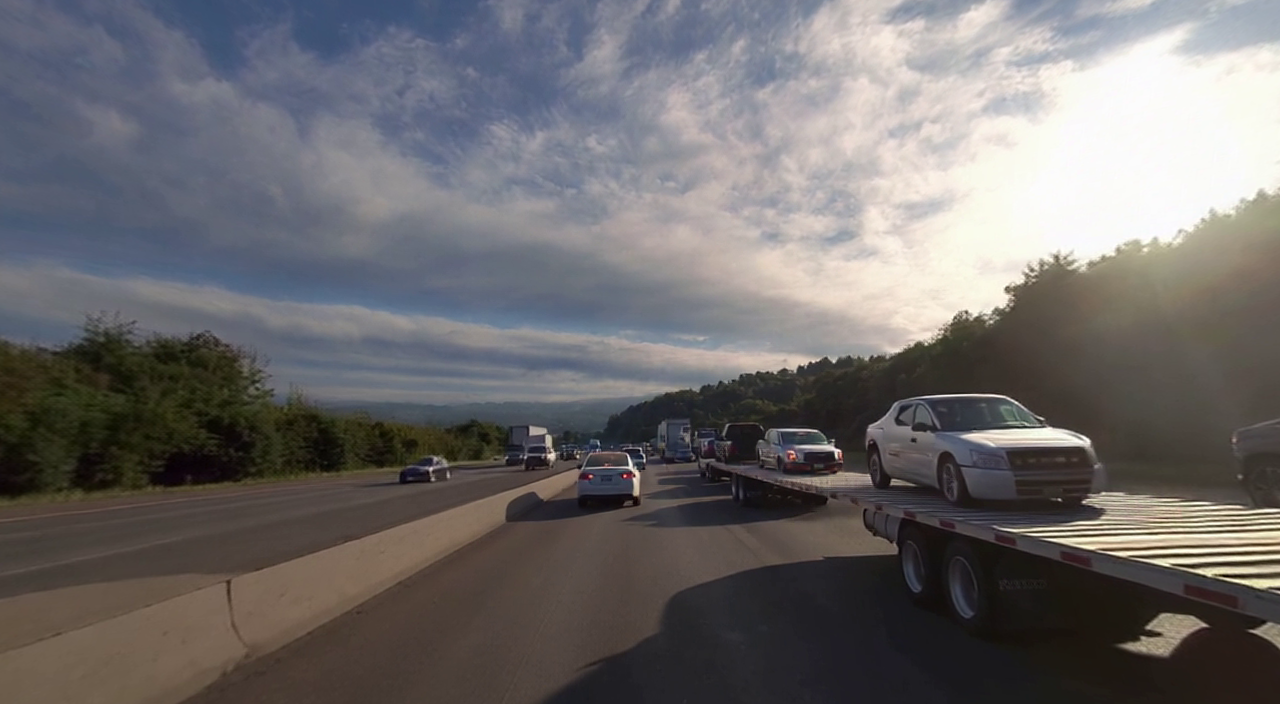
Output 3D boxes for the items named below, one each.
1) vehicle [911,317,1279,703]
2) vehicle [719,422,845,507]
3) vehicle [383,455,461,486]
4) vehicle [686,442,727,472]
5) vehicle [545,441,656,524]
[{"bbox_3d":[3.493,0.923,3.507,1.959,1.783,4.407,0,-9,0],"label":"vehicle"},{"bbox_3d":[3.452,2.844,16.200,2.303,1.889,3.920,0,-9,0],"label":"vehicle"},{"bbox_3d":[-11.706,6.376,34.285,2.431,1.508,4.935,0,-9,1],"label":"vehicle"},{"bbox_3d":[3.872,6.197,37.340,1.938,1.660,4.223,0,-9,-1],"label":"vehicle"},{"bbox_3d":[-0.700,2.634,13.214,1.991,1.466,3.675,0,-9,0],"label":"vehicle"}]
